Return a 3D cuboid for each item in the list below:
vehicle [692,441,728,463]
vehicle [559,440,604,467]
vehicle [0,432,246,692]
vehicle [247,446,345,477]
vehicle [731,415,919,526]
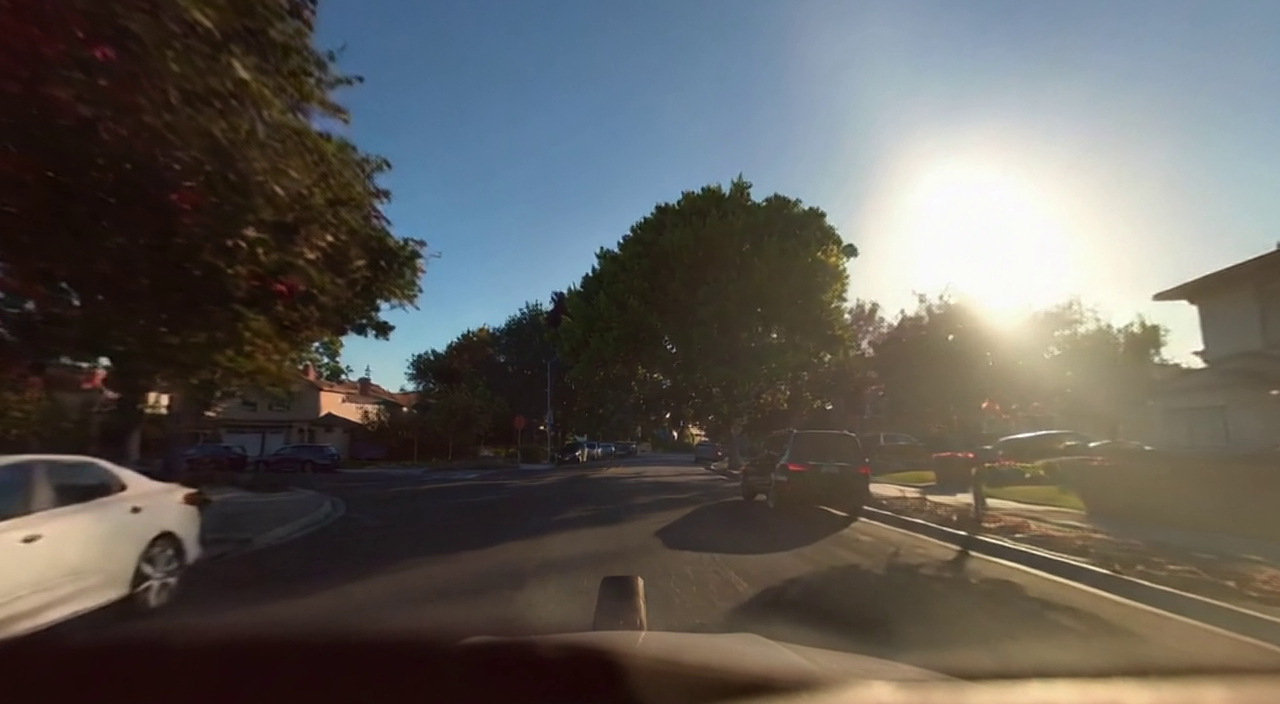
[{"bbox_3d":[5.594,7.884,49.772,2.075,1.657,4.648,-2,-9,15],"label":"vehicle"},{"bbox_3d":[-4.139,7.254,45.392,2.041,1.762,4.508,-3,-8,11],"label":"vehicle"},{"bbox_3d":[-4.690,1.256,3.866,1.981,1.463,4.631,0,-7,-6],"label":"vehicle"},{"bbox_3d":[-16.722,5.297,30.789,3.734,1.441,1.756,0,-9,3],"label":"vehicle"},{"bbox_3d":[3.428,2.327,12.968,2.228,1.813,4.901,0,-9,-2],"label":"vehicle"}]
